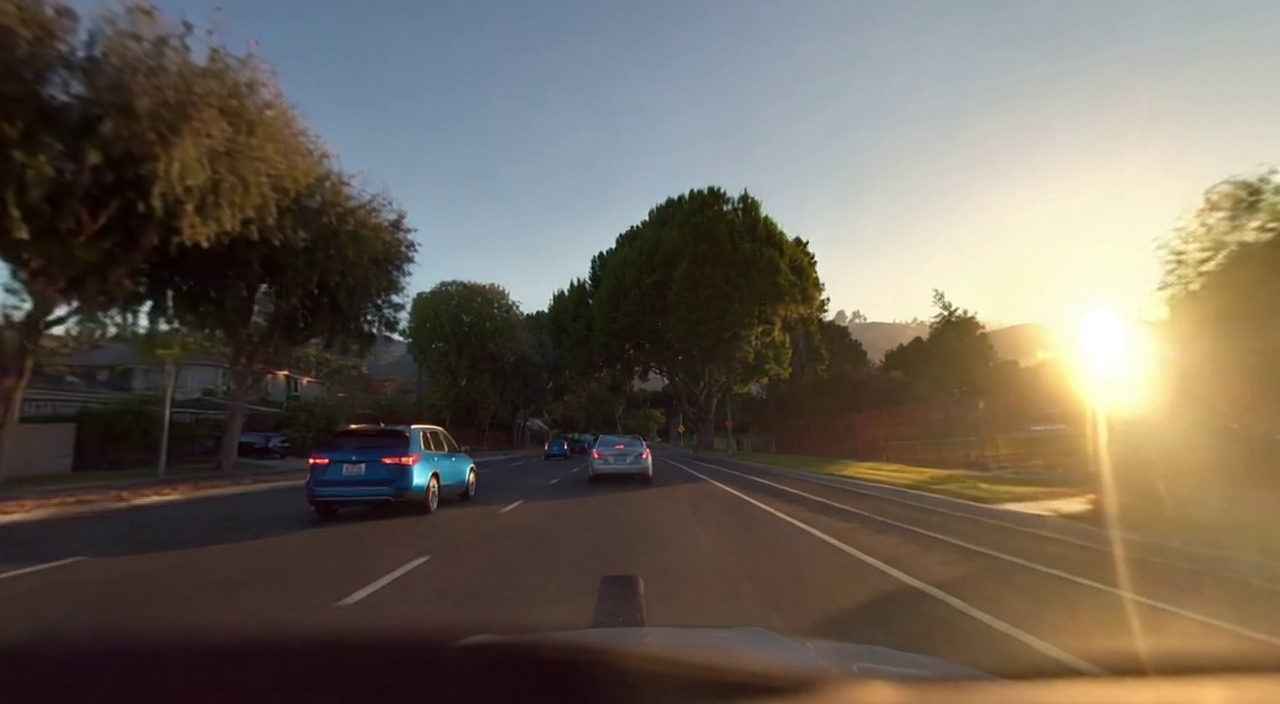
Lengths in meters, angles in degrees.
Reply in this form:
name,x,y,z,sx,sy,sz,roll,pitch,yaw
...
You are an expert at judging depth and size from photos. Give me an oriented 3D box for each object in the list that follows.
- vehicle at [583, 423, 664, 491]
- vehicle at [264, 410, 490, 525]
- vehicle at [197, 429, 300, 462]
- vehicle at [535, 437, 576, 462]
name,x,y,z,sx,sy,sz,roll,pitch,yaw
vehicle,-0.482,3.075,18.821,2.131,1.761,4.242,0,-8,-1
vehicle,-4.518,2.065,11.881,2.243,1.722,4.621,0,-8,0
vehicle,-25.757,6.153,41.727,5.216,2.058,2.299,0,-8,-1
vehicle,-5.262,6.115,39.860,2.014,1.493,4.658,0,-8,-1
